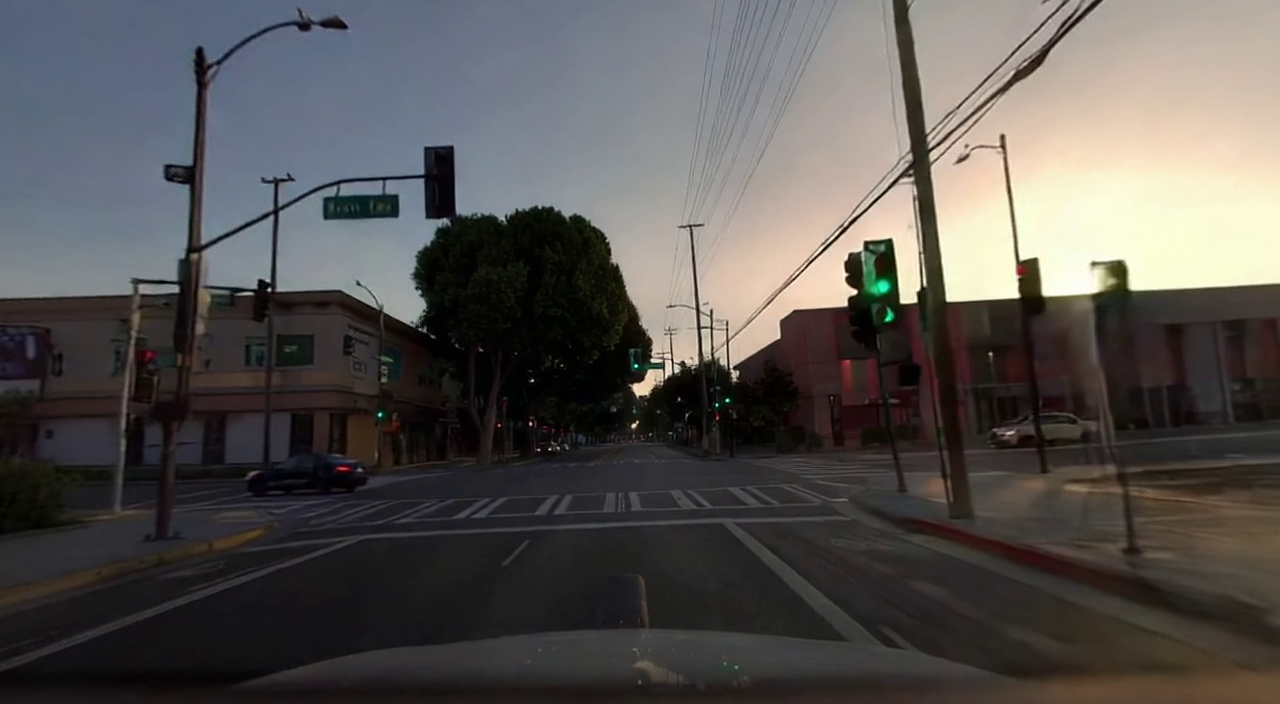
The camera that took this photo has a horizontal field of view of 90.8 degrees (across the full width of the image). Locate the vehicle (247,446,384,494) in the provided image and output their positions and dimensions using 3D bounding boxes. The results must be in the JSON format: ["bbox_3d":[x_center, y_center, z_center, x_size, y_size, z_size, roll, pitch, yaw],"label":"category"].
[{"bbox_3d":[-12.299,4.396,23.958,4.624,1.478,2.118,-4,-4,23],"label":"vehicle"}]

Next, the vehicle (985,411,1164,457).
[{"bbox_3d":[14.543,2.776,21.335,4.632,1.484,1.907,0,-8,-2],"label":"vehicle"}]
